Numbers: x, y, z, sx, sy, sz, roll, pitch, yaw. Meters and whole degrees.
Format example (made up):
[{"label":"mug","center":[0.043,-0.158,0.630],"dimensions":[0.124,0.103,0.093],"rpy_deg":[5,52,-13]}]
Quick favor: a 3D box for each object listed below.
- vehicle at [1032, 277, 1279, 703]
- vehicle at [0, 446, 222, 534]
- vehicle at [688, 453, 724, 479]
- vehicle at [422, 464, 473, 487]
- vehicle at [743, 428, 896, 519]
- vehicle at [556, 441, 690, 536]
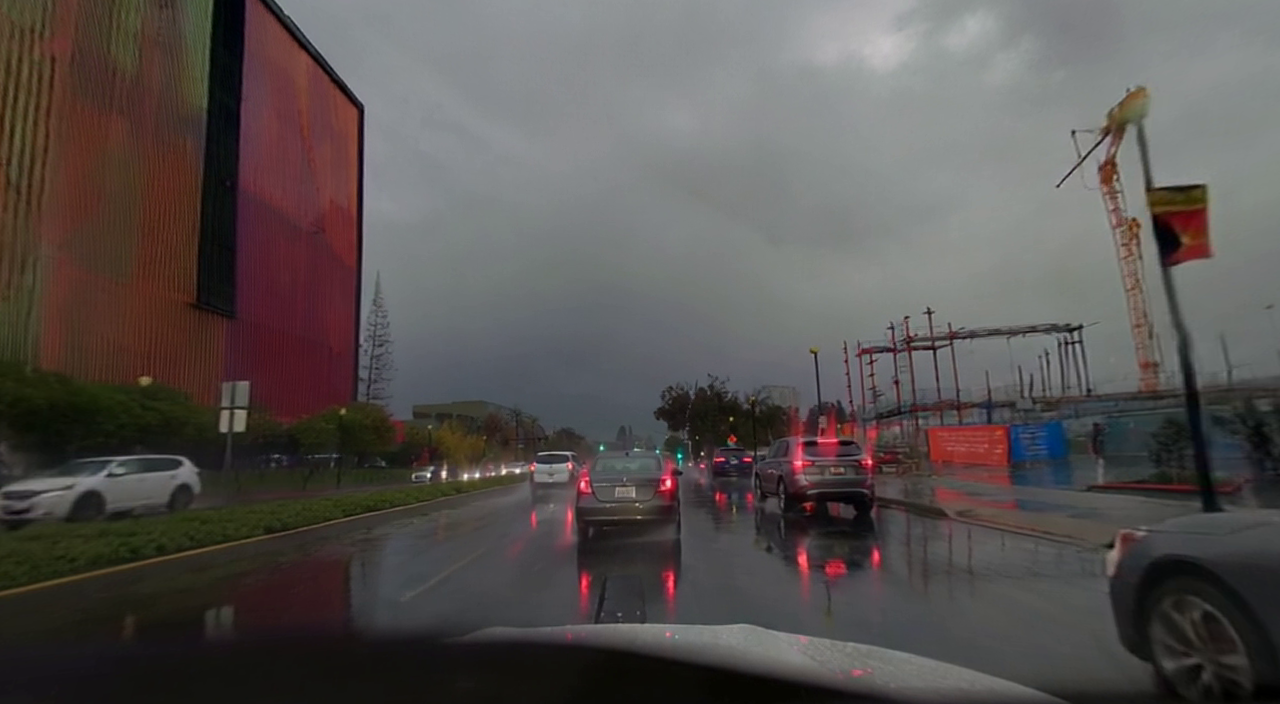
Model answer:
[{"label":"vehicle","center":[3.561,0.517,1.251],"dimensions":[2.182,1.954,5.341],"rpy_deg":[0,-8,1]},{"label":"vehicle","center":[-13.120,3.230,15.558],"dimensions":[2.136,1.764,4.855],"rpy_deg":[-1,-8,3]},{"label":"vehicle","center":[4.442,7.744,43.052],"dimensions":[2.115,1.636,4.104],"rpy_deg":[0,-8,2]},{"label":"vehicle","center":[-14.572,9.330,48.058],"dimensions":[2.078,1.496,4.769],"rpy_deg":[-1,-8,4]},{"label":"vehicle","center":[4.007,2.807,15.167],"dimensions":[2.185,1.797,4.934],"rpy_deg":[0,-8,0]},{"label":"vehicle","center":[-0.203,2.491,12.231],"dimensions":[2.131,1.496,4.193],"rpy_deg":[0,-8,2]}]
